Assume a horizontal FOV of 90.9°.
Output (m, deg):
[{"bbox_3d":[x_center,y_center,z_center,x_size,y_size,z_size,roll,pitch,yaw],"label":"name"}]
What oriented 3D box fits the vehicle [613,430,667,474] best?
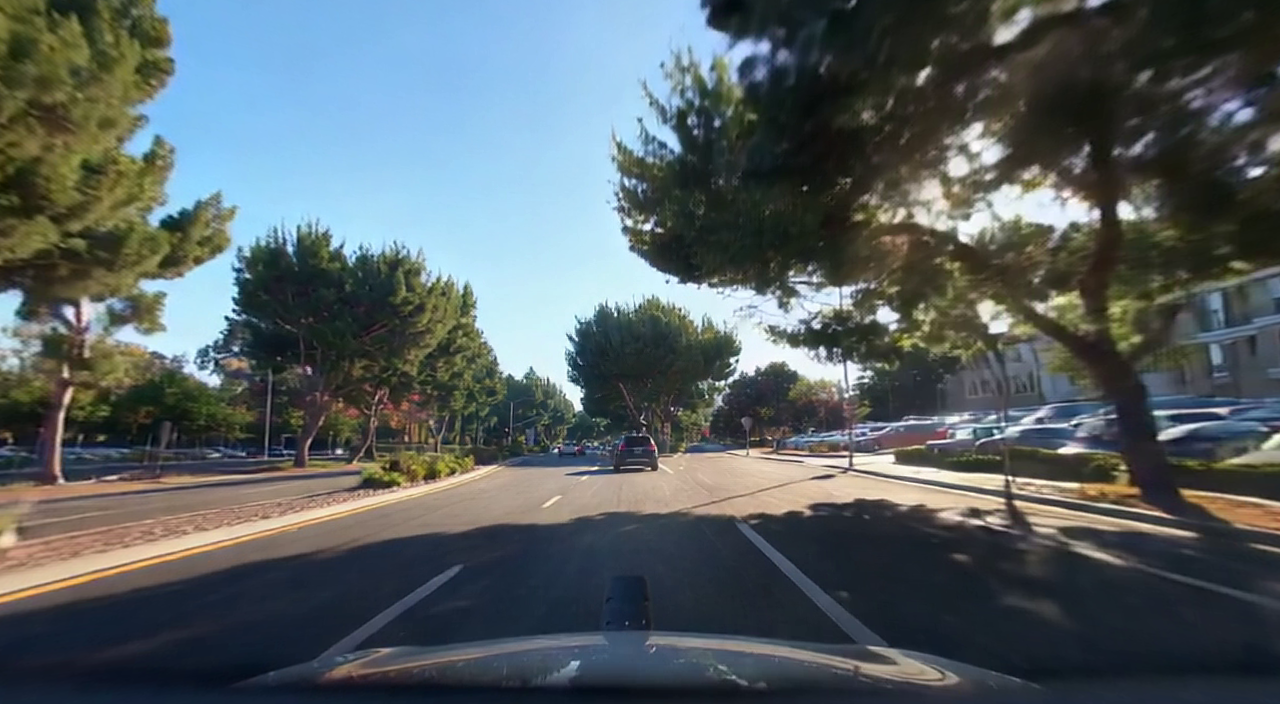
[{"bbox_3d":[-0.063,4.259,26.973,2.135,1.691,3.884,0,-9,-2],"label":"vehicle"}]
